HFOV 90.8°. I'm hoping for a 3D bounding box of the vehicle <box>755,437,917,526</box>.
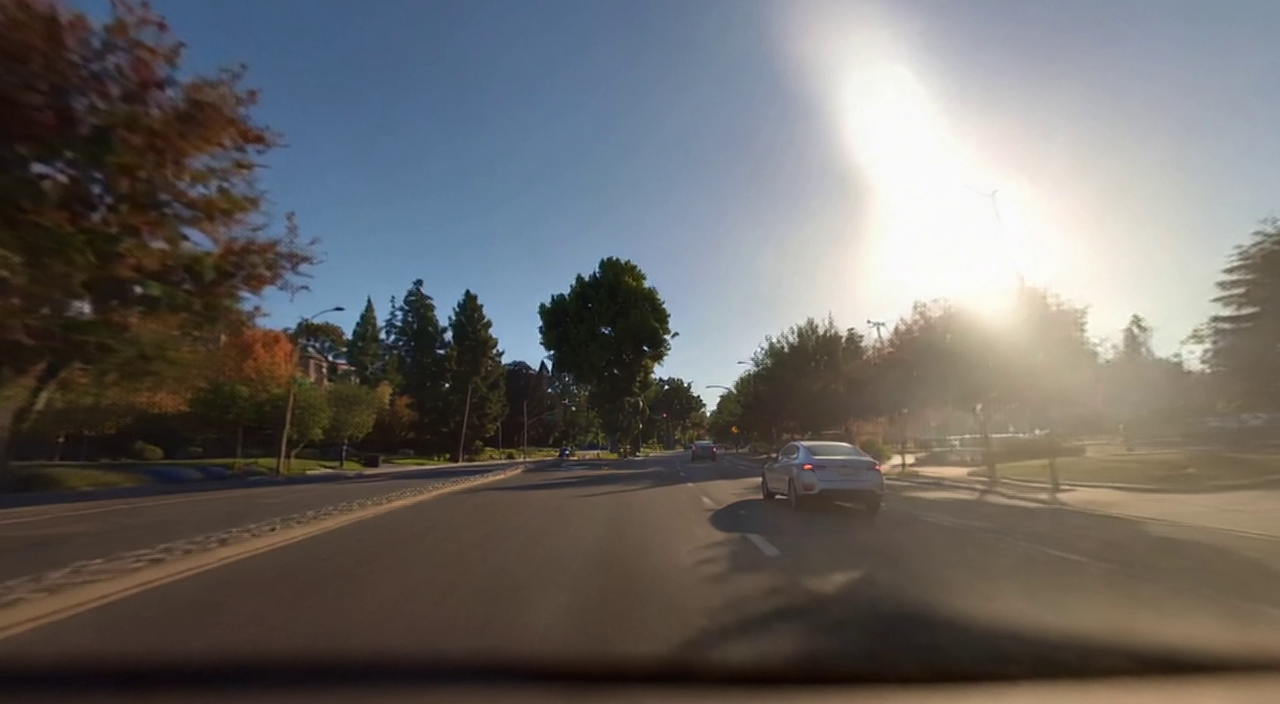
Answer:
[{"bbox_3d":[3.613,2.451,12.516,1.852,1.453,4.083,0,-9,-1],"label":"vehicle"}]
